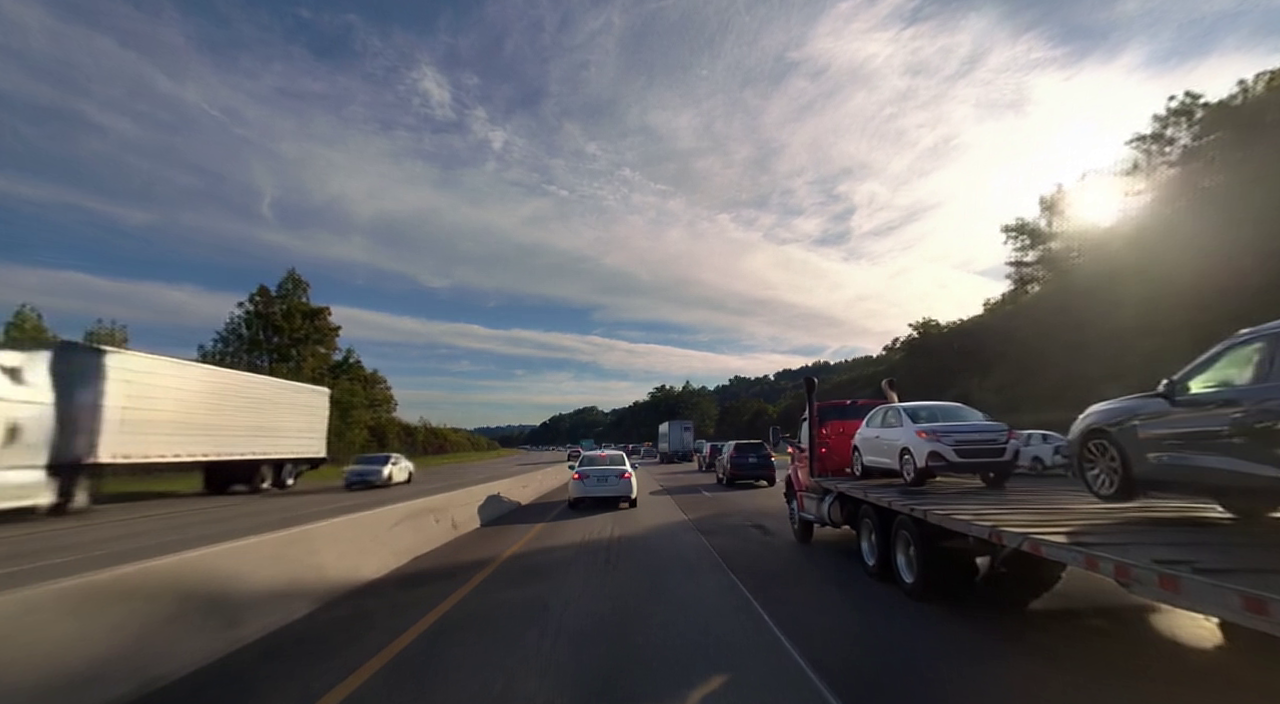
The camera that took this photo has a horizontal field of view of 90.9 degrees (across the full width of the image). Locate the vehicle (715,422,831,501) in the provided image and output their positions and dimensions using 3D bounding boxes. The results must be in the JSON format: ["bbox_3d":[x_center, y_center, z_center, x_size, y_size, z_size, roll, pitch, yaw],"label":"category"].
[{"bbox_3d":[3.487,2.981,17.374,2.303,1.889,3.920,0,-9,0],"label":"vehicle"}]

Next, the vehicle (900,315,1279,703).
[{"bbox_3d":[3.466,0.951,3.691,1.959,1.783,4.407,0,-9,0],"label":"vehicle"}]

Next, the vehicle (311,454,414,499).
[{"bbox_3d":[-11.017,4.944,25.394,2.221,1.639,4.105,0,-9,0],"label":"vehicle"}]

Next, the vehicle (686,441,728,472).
[{"bbox_3d":[3.791,6.040,36.545,1.938,1.660,4.223,0,-9,0],"label":"vehicle"}]

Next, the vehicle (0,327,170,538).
[{"bbox_3d":[-15.419,1.983,15.185,3.230,4.500,5.937,0,-9,1],"label":"vehicle"}]

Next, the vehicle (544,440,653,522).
[{"bbox_3d":[-0.737,2.659,13.422,1.991,1.466,3.675,0,-9,0],"label":"vehicle"}]
